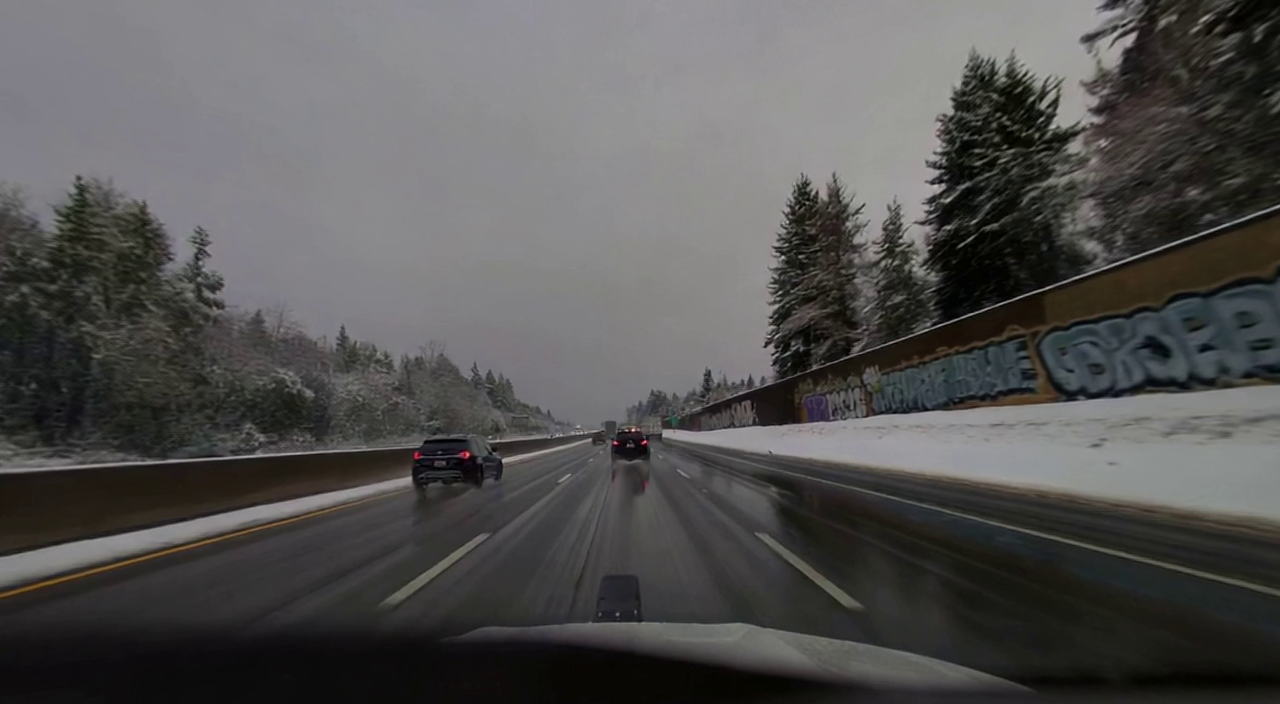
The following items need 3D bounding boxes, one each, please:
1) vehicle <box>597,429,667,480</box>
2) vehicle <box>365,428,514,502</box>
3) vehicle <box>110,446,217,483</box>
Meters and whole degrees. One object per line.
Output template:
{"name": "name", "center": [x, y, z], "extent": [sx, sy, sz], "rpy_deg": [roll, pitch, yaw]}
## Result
{"name": "vehicle", "center": [-0.287, 3.232, 20.238], "extent": [2.044, 1.477, 3.693], "rpy_deg": [0, -8, -2]}
{"name": "vehicle", "center": [-4.418, 2.534, 14.726], "extent": [2.022, 1.440, 4.491], "rpy_deg": [0, -8, 0]}
{"name": "vehicle", "center": [-20.771, 4.895, 27.659], "extent": [1.852, 1.443, 3.678], "rpy_deg": [0, -8, -1]}
